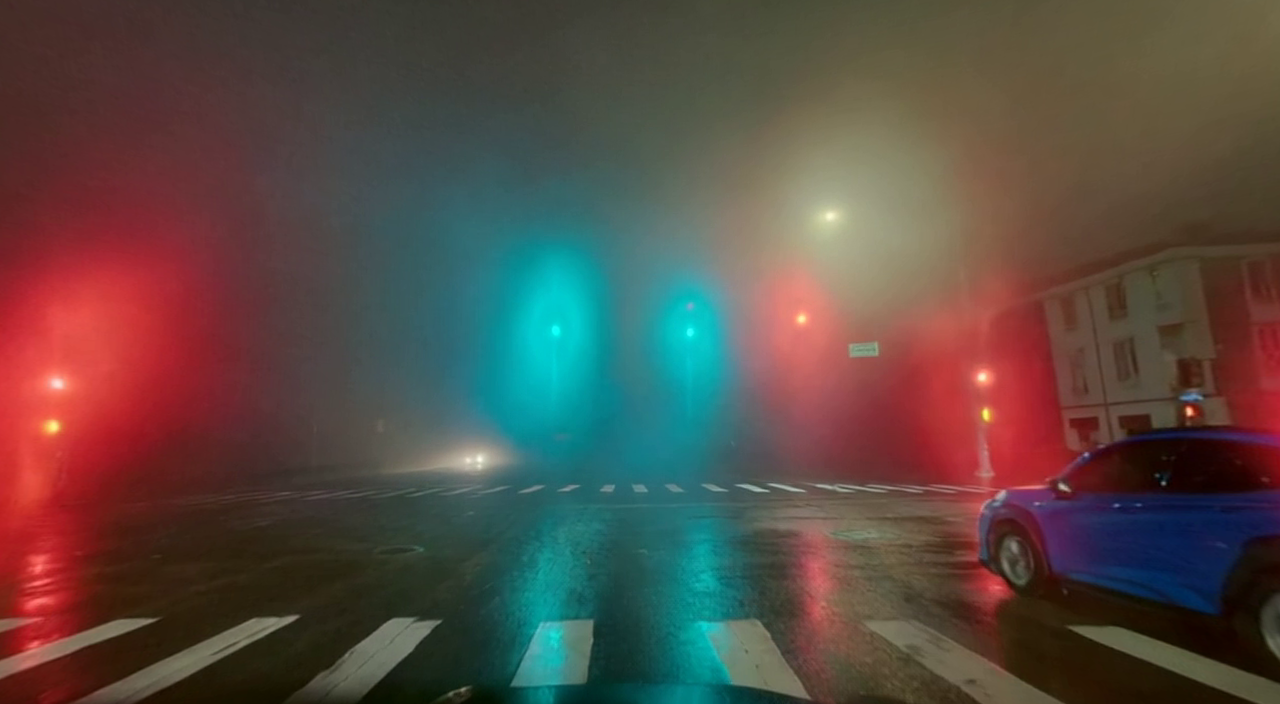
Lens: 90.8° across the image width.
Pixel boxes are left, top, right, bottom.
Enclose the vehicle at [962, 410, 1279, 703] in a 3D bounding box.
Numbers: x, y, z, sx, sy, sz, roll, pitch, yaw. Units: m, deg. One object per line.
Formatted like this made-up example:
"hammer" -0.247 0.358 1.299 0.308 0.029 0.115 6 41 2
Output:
"vehicle" 3.049 0.861 1.618 2.015 1.455 4.615 0 -9 0
